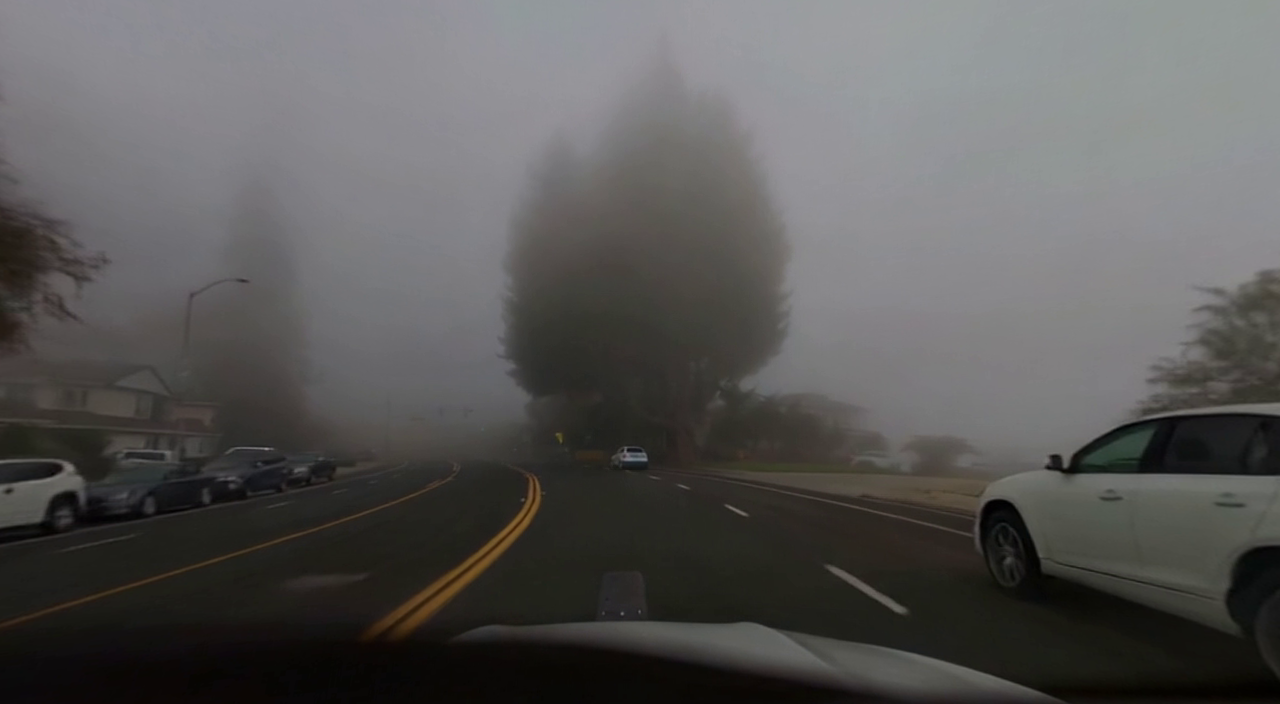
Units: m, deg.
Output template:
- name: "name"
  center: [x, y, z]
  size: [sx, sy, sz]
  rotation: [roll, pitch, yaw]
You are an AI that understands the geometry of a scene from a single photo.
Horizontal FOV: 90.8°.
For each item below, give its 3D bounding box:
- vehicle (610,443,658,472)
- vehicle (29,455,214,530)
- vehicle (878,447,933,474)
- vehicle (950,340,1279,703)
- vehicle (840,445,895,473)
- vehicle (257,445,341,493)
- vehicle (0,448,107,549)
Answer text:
- name: "vehicle"
  center: [-0.443, 6.271, 37.913]
  size: [1.951, 1.620, 4.582]
  rotation: [2, -9, -12]
- name: "vehicle"
  center: [-13.185, 3.524, 16.476]
  size: [1.829, 1.559, 4.288]
  rotation: [1, -9, -11]
- name: "vehicle"
  center: [18.886, 7.723, 45.140]
  size: [2.060, 1.769, 4.068]
  rotation: [0, -8, -1]
- name: "vehicle"
  center: [4.044, 0.925, 3.390]
  size: [2.081, 1.828, 5.138]
  rotation: [0, -8, -1]
- name: "vehicle"
  center: [16.175, 7.592, 45.193]
  size: [2.044, 1.787, 4.597]
  rotation: [-2, -9, -1]
- name: "vehicle"
  center: [-15.448, 5.255, 28.959]
  size: [1.993, 1.801, 5.201]
  rotation: [-2, -8, -12]
- name: "vehicle"
  center: [-12.723, 2.693, 11.641]
  size: [2.146, 1.806, 4.733]
  rotation: [1, -8, -9]
